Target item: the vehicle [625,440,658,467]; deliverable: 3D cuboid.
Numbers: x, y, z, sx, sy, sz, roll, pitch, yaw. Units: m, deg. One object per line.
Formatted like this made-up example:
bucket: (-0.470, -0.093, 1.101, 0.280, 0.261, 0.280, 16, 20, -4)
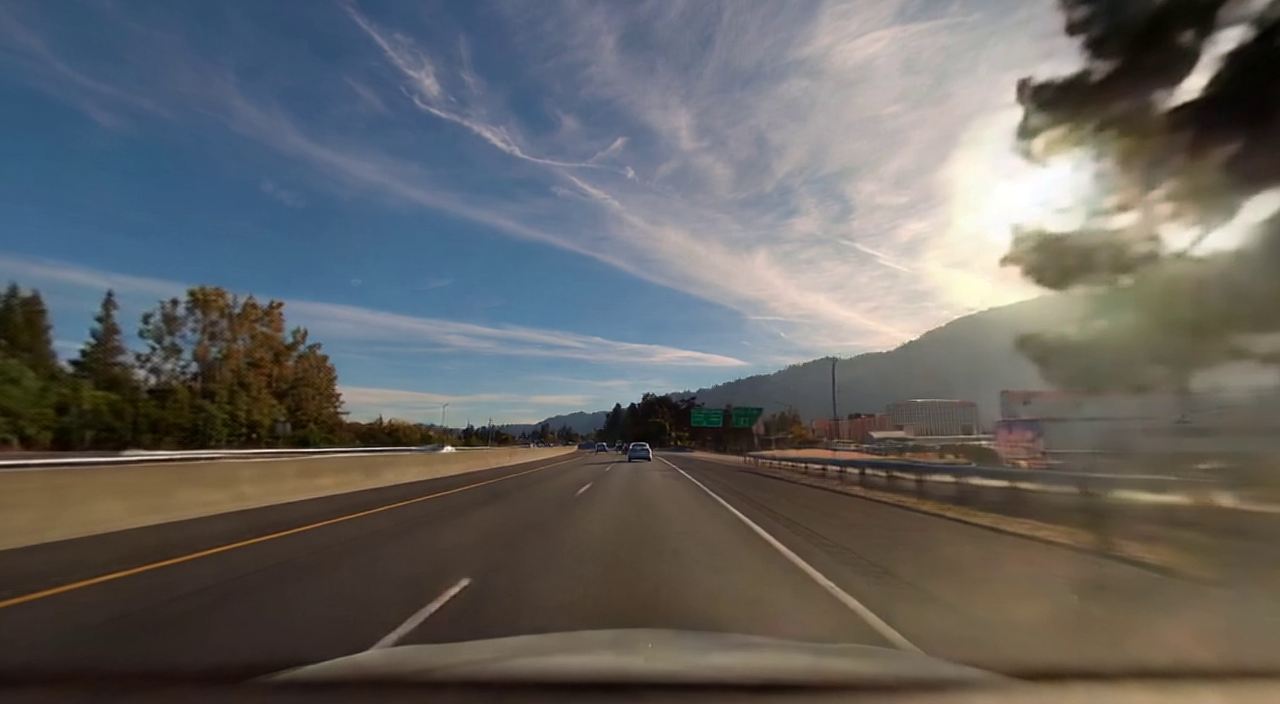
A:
vehicle: (0.033, 6.572, 40.810, 2.029, 1.666, 4.064, 0, -8, -1)
